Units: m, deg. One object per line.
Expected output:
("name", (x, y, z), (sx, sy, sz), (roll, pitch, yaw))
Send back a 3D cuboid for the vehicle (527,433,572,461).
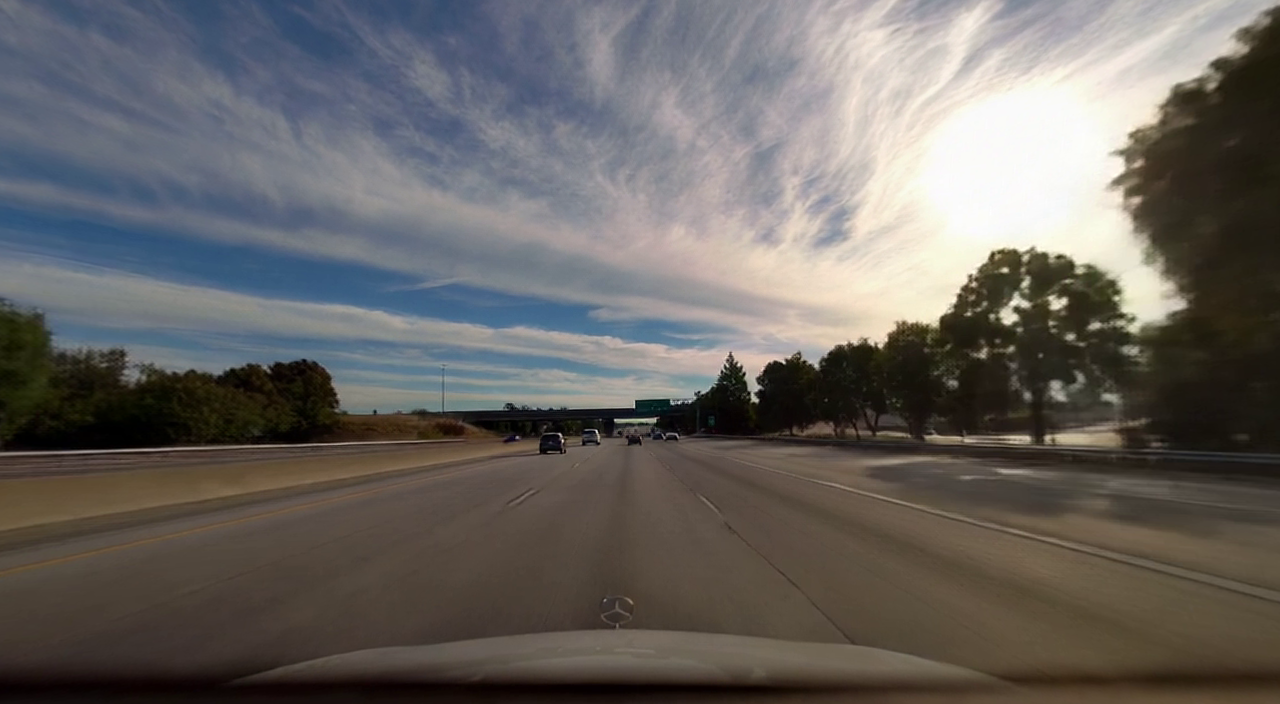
("vehicle", (-4.900, 5.190, 34.589), (1.933, 1.473, 4.023), (0, -8, 0))
